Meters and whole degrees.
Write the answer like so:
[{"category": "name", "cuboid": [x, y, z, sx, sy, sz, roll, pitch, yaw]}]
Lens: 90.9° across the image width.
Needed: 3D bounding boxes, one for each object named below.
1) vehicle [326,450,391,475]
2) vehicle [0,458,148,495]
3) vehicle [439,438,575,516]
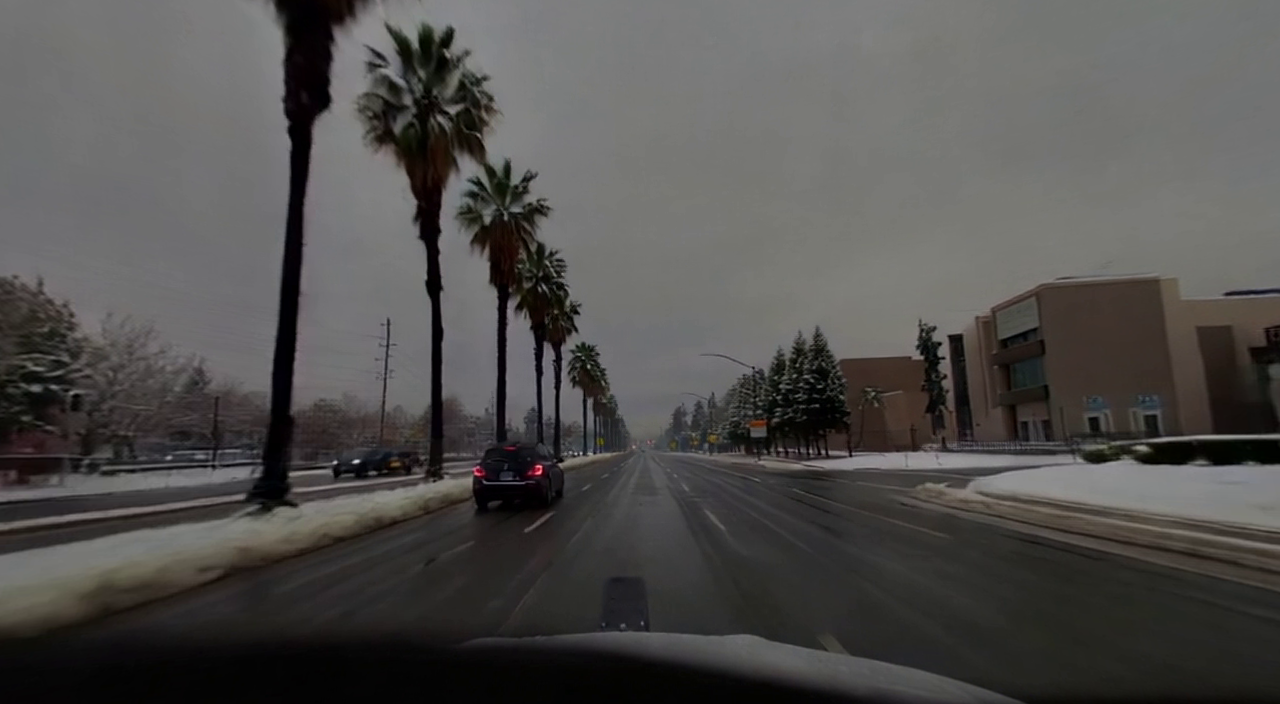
[{"category": "vehicle", "cuboid": [-18.073, 7.106, 40.708, 1.993, 1.466, 4.731, 0, -8, 1]}, {"category": "vehicle", "cuboid": [-24.749, 5.431, 27.604, 4.603, 1.480, 2.167, 0, -8, 1]}, {"category": "vehicle", "cuboid": [-2.948, 2.871, 15.196, 2.162, 1.549, 4.795, 0, -8, 1]}]
